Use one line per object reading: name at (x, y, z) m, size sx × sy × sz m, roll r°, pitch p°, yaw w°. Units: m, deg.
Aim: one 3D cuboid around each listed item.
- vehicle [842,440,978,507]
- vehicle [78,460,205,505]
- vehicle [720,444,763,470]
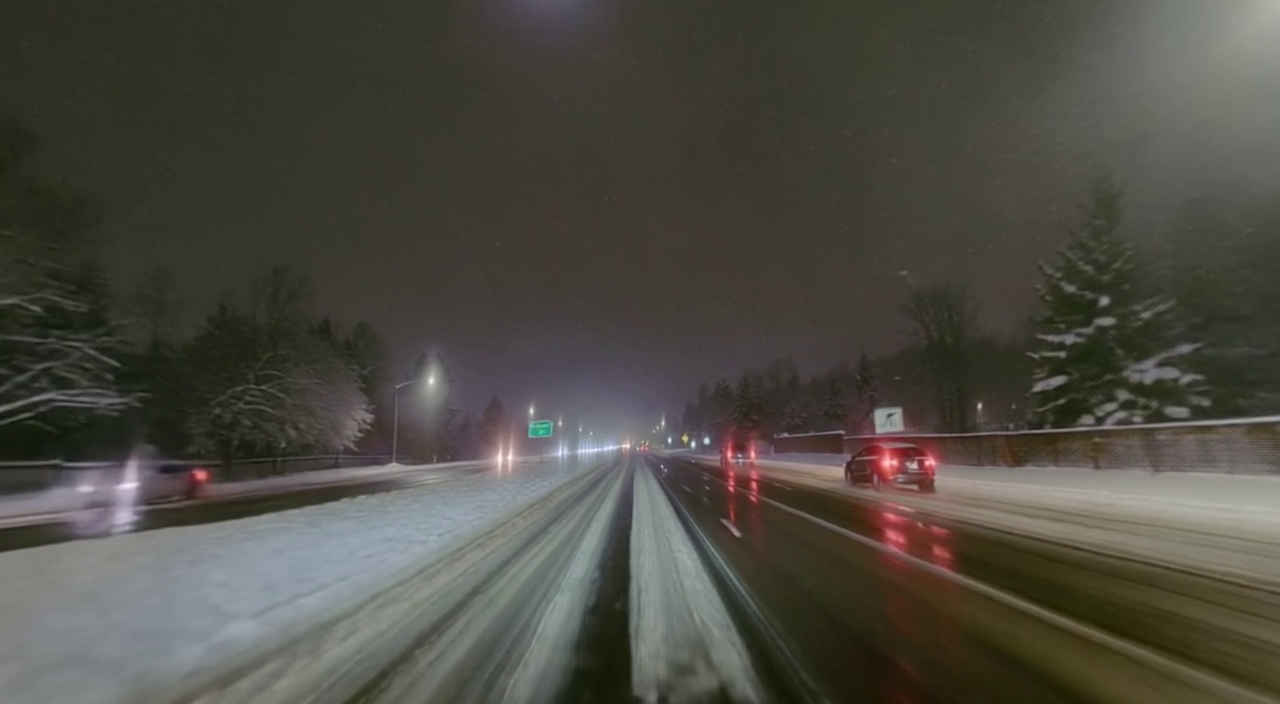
vehicle at (6.806, 3.061, 16.386) m, size 1.838 × 1.518 × 3.713 m, roll 0°, pitch -8°, yaw -1°
vehicle at (-19.716, 5.159, 25.257) m, size 1.797 × 1.528 × 3.941 m, roll 0°, pitch -8°, yaw 1°
vehicle at (6.576, 6.849, 41.493) m, size 1.987 × 1.597 × 4.463 m, roll 0°, pitch -8°, yaw -2°
